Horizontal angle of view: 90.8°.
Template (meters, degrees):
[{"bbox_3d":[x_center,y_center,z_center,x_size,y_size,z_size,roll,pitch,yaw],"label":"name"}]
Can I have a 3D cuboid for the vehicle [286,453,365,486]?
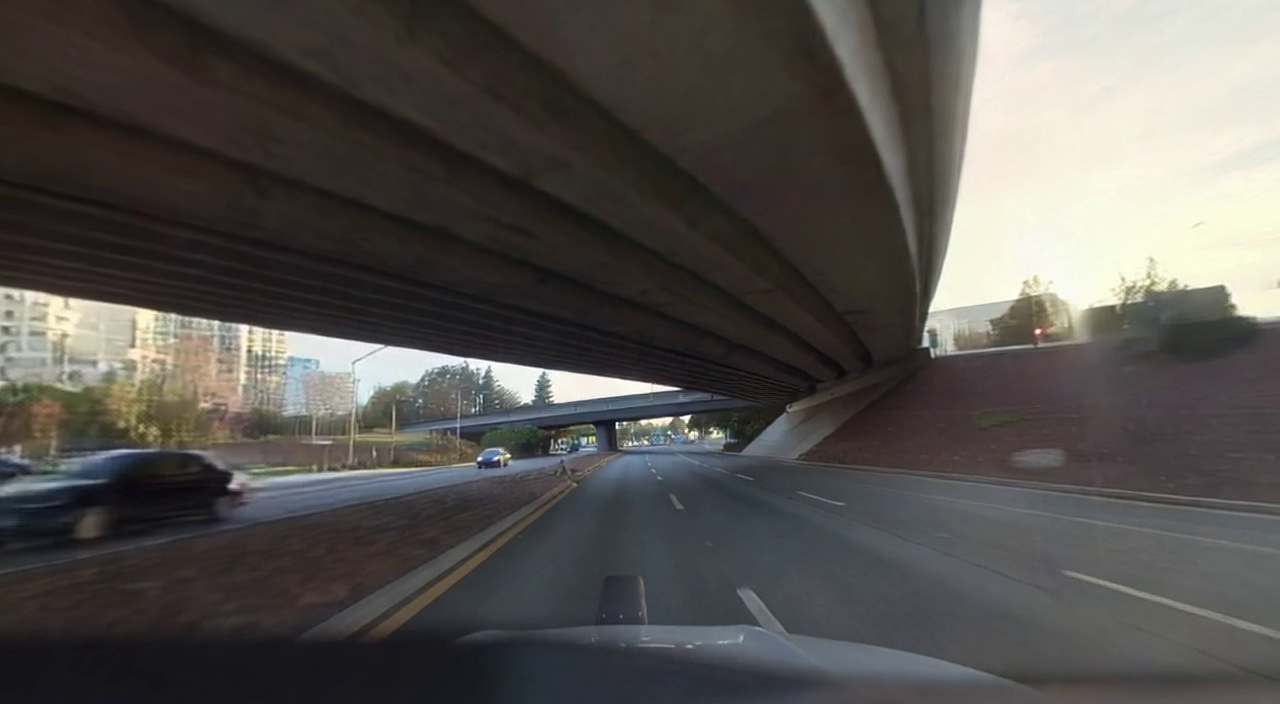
[{"bbox_3d":[-16.867,6.273,34.147,1.861,1.618,4.731,0,-9,0],"label":"vehicle"}]

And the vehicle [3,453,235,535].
[{"bbox_3d":[-12.084,3.262,15.148,1.932,1.615,4.235,0,-9,-1],"label":"vehicle"}]
